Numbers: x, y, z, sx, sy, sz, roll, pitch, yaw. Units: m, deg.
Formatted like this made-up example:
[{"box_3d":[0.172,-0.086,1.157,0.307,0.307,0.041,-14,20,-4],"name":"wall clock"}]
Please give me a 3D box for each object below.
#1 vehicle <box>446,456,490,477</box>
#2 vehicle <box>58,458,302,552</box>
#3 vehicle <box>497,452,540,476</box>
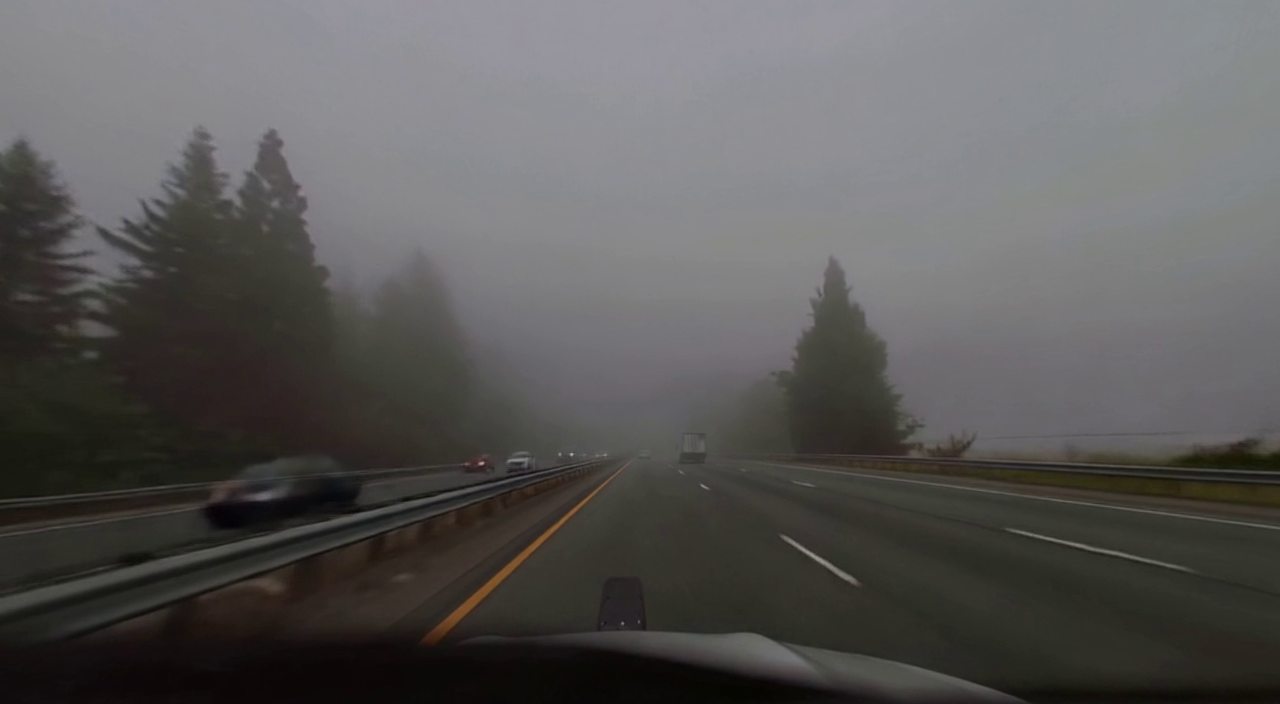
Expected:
[{"box_3d":[-12.685,8.456,46.750,1.975,1.470,4.375,0,-9,1],"name":"vehicle"},{"box_3d":[-8.587,2.845,12.285,1.837,1.461,3.814,0,-9,0],"name":"vehicle"},{"box_3d":[-8.309,7.735,43.641,2.003,1.517,4.753,0,-9,0],"name":"vehicle"}]
